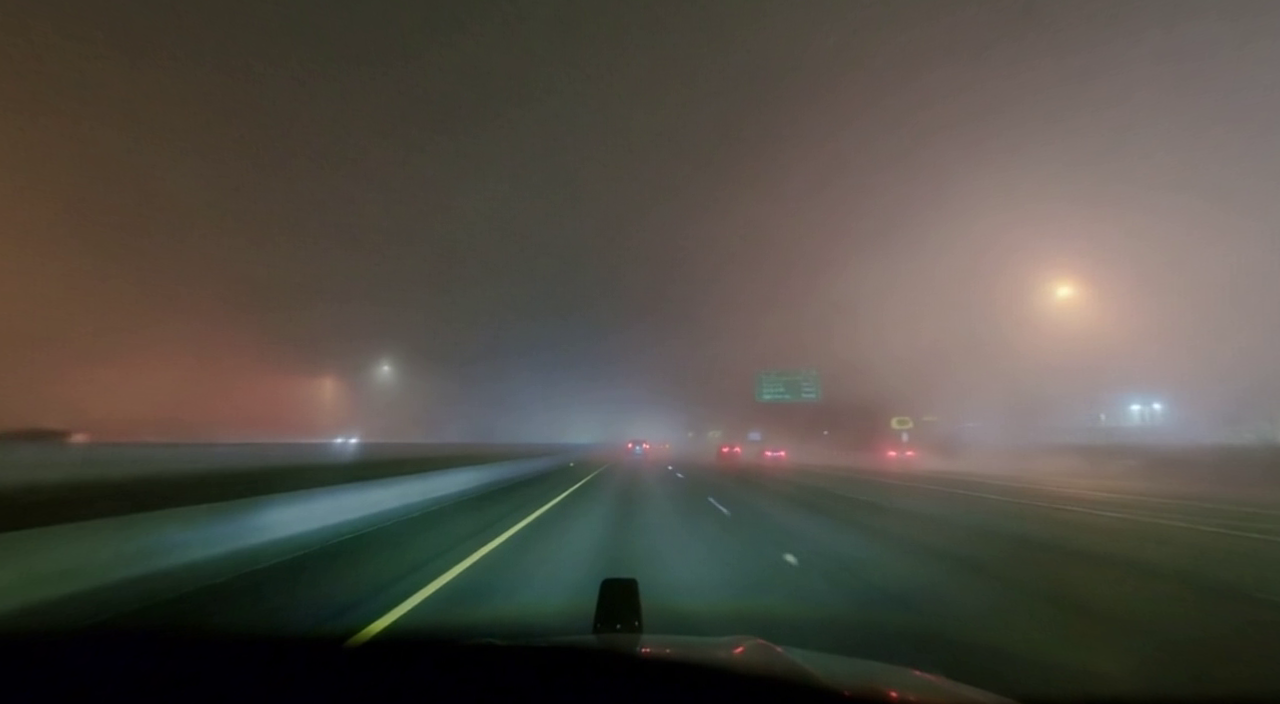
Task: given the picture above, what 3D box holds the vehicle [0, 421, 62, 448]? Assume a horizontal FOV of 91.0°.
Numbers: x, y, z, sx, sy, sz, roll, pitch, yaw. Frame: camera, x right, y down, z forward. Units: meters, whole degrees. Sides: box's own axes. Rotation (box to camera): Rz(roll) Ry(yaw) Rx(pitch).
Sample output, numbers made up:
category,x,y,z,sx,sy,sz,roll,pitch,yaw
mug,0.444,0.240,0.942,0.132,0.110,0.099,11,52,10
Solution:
category,x,y,z,sx,sy,sz,roll,pitch,yaw
vehicle,-37.469,4.955,37.608,1.850,1.517,4.306,0,-8,-1
